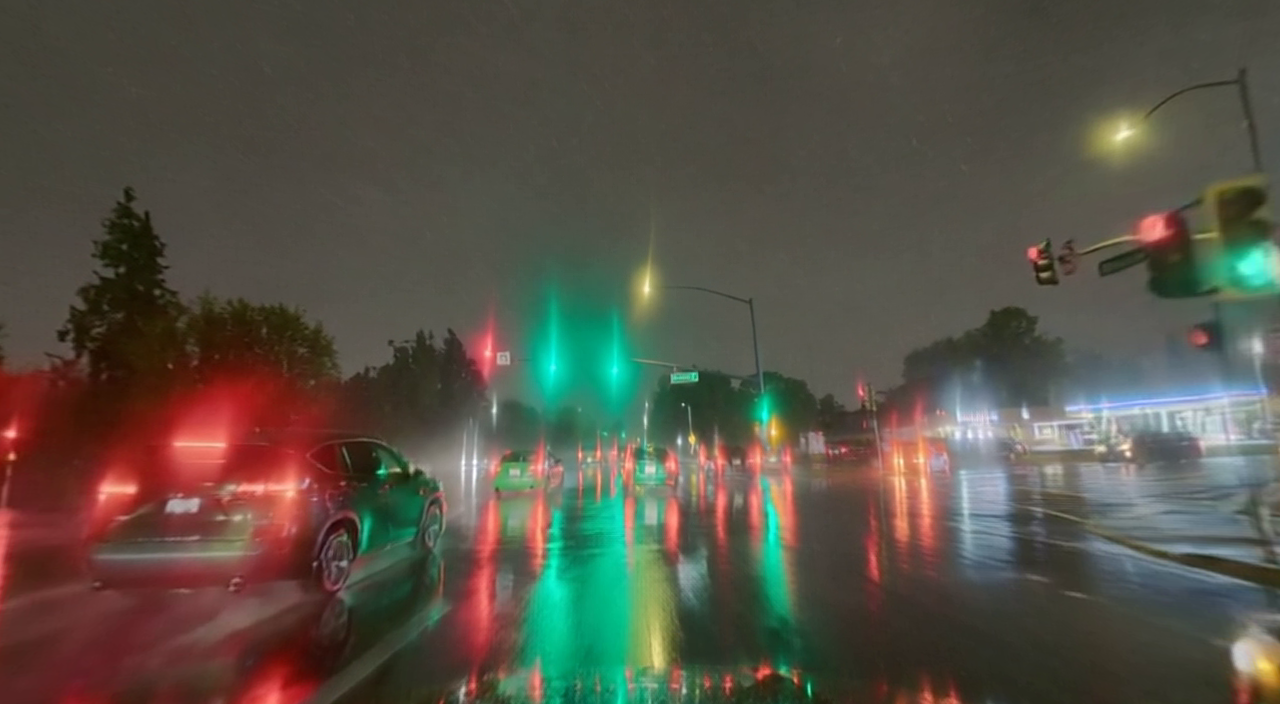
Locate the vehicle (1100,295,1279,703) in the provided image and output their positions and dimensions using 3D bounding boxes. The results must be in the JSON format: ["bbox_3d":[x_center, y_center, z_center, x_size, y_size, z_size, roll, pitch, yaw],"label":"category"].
[{"bbox_3d":[3.263,0.478,0.732,1.992,1.805,4.549,0,-9,0],"label":"vehicle"}]

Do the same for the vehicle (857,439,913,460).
[{"bbox_3d":[18.183,7.248,47.001,2.081,1.482,4.860,0,-9,-2],"label":"vehicle"}]

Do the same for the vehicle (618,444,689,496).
[{"bbox_3d":[0.442,3.630,19.750,1.994,1.433,3.894,0,-9,2],"label":"vehicle"}]

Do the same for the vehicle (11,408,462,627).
[{"bbox_3d":[-3.837,1.660,7.401,2.023,1.687,4.874,0,-9,0],"label":"vehicle"}]

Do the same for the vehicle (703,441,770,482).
[{"bbox_3d":[3.772,4.344,25.351,1.920,1.479,4.548,0,-9,-1],"label":"vehicle"}]

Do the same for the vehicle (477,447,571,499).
[{"bbox_3d":[-3.505,3.749,19.973,1.995,1.436,4.500,0,-9,2],"label":"vehicle"}]
